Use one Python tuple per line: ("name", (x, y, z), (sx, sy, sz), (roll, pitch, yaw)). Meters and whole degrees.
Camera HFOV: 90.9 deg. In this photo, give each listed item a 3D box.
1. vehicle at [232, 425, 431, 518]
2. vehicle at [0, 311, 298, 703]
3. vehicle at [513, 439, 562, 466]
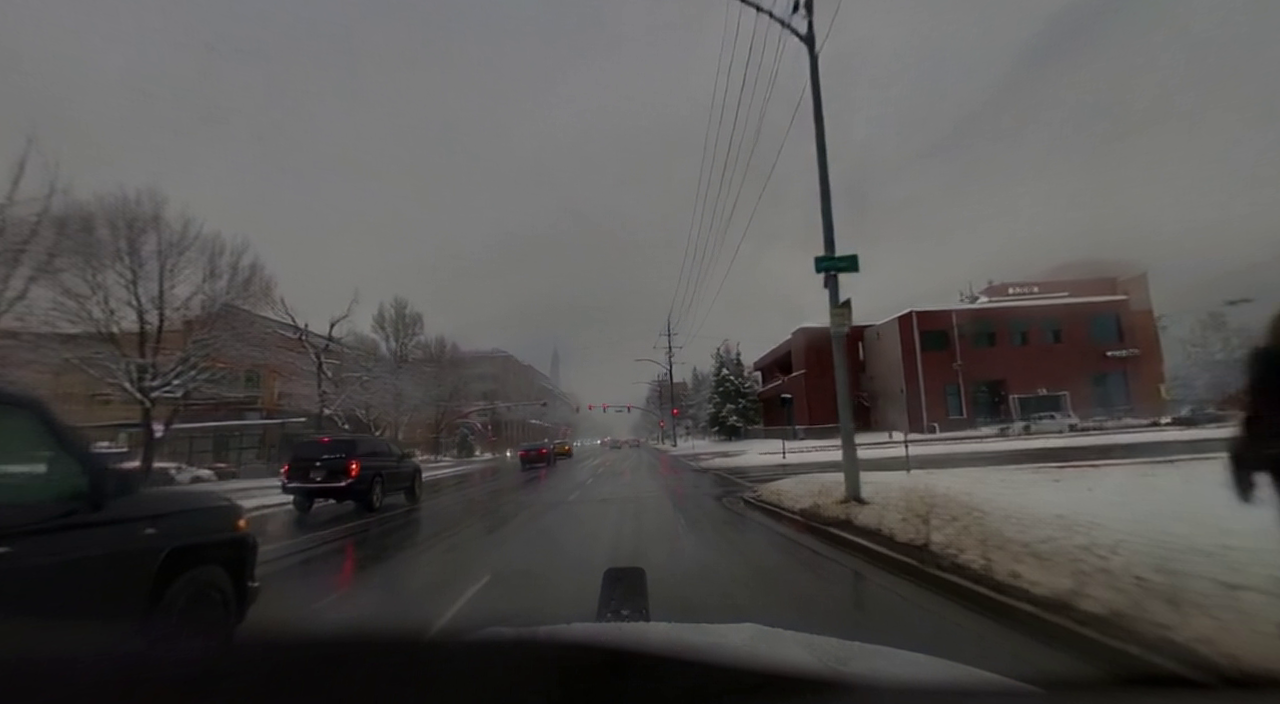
("vehicle", (-6.493, 2.566, 14.060), (2.007, 1.698, 4.759), (0, -8, 0))
("vehicle", (-3.262, 0.642, 1.400), (2.277, 1.743, 4.893), (0, -8, -1))
("vehicle", (-5.951, 5.893, 37.078), (2.030, 1.488, 4.650), (0, -8, 1))
